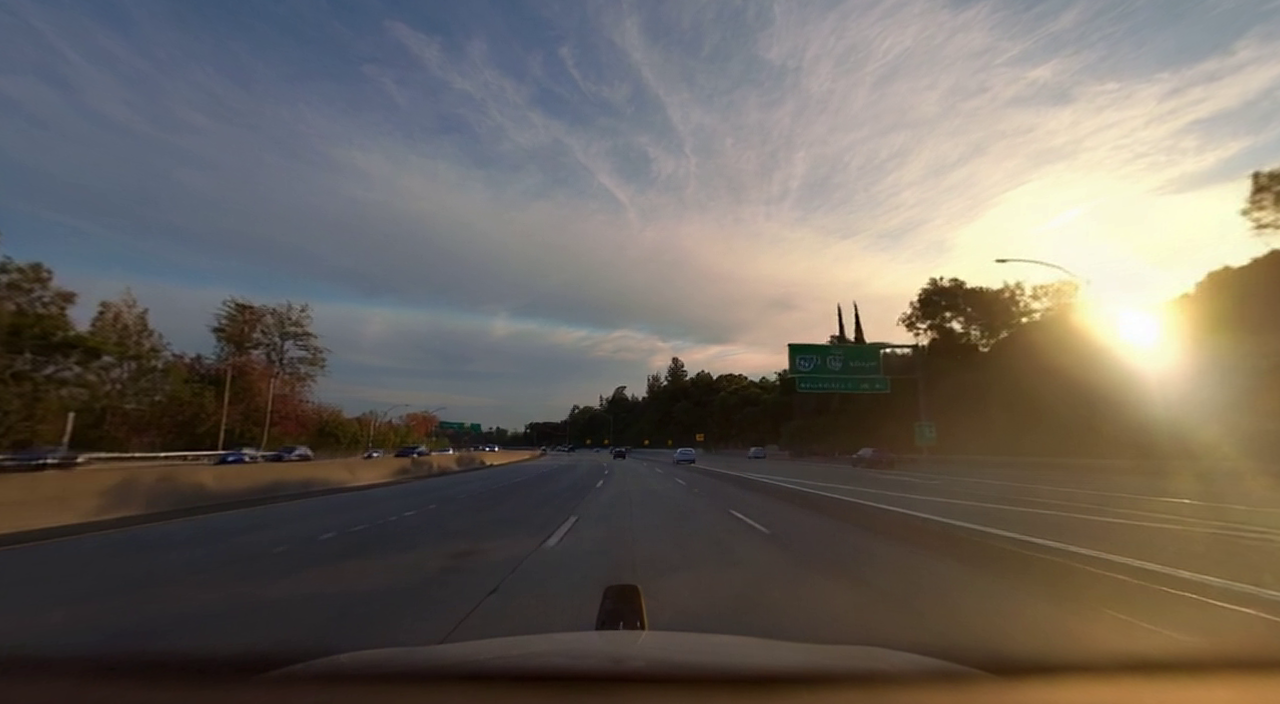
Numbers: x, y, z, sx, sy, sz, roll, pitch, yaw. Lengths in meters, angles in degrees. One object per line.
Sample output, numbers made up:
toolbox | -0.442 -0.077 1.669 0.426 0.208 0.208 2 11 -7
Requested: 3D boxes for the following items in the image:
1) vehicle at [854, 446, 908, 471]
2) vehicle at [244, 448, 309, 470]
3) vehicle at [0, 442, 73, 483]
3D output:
vehicle | 16.273 7.217 42.699 1.955 1.607 4.232 0 -9 0
vehicle | -26.577 7.827 46.249 1.922 1.519 4.830 0 -9 -1
vehicle | -27.603 4.760 27.271 1.937 1.701 4.515 0 -9 -2
